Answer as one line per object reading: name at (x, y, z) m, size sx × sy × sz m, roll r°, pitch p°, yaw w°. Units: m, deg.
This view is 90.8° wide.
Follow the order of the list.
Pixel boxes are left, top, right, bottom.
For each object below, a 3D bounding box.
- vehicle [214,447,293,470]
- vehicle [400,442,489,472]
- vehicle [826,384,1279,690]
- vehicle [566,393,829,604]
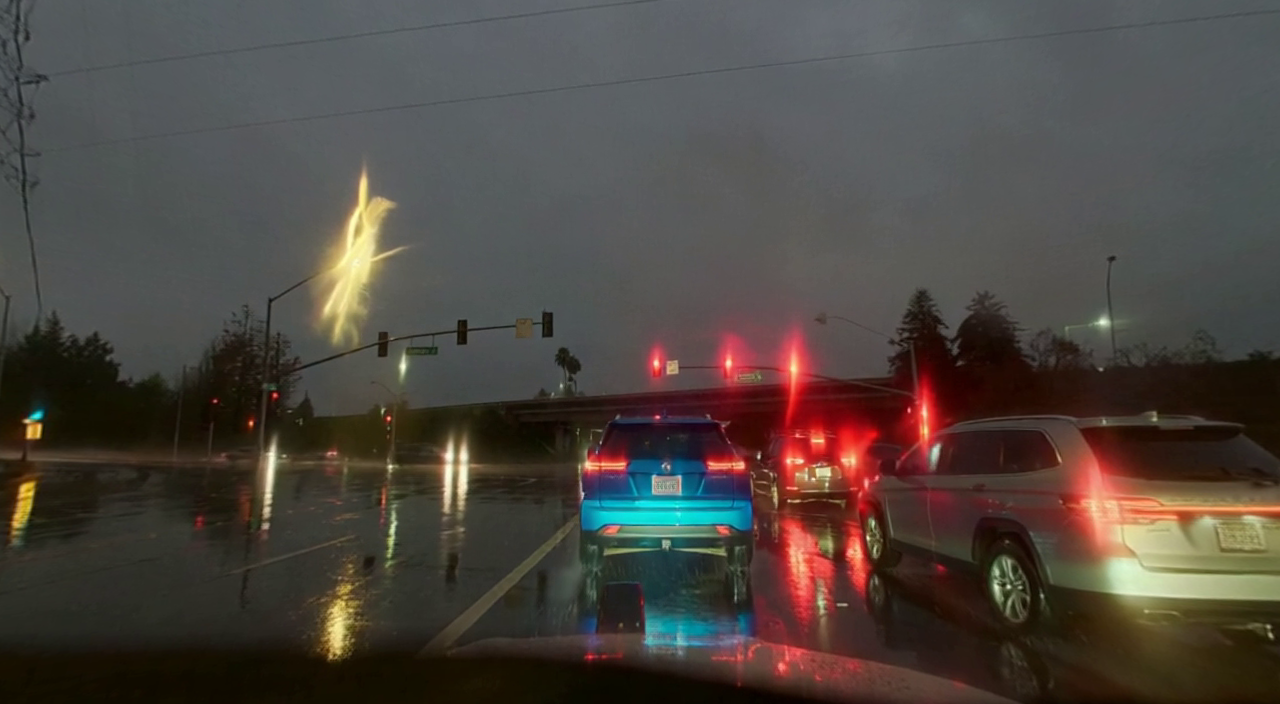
vehicle at (-25.787, 7.091, 42.142) m, size 4.411 × 1.466 × 1.998 m, roll -3°, pitch -9°, yaw 18°
vehicle at (-11.951, 6.455, 38.880) m, size 4.673 × 1.740 × 2.174 m, roll -1°, pitch -8°, yaw 5°
vehicle at (3.401, 1.344, 5.809) m, size 1.990 × 1.649 × 4.625 m, roll 0°, pitch -8°, yaw 0°
vehicle at (0.432, 1.562, 7.625) m, size 2.240 × 1.778 × 4.335 m, roll 0°, pitch -8°, yaw -2°
